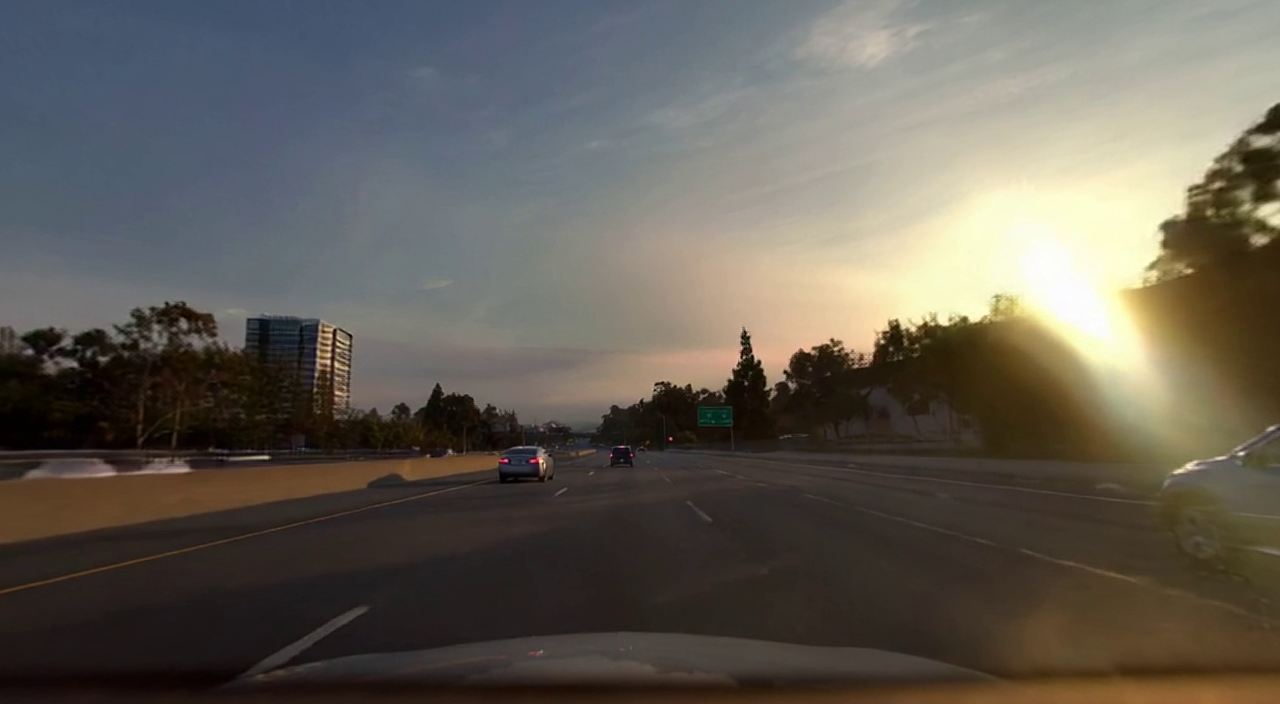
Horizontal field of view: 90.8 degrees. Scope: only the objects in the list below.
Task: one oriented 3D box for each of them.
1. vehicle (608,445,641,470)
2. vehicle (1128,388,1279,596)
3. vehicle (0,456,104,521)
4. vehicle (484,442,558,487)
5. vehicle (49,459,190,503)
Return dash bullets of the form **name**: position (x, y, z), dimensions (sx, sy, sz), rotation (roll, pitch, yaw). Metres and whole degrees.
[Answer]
- **vehicle**: position (-1.007, 6.703, 40.192), dimensions (1.997, 1.485, 4.094), rotation (0, -9, -1)
- **vehicle**: position (6.623, 1.108, 4.772), dimensions (2.028, 1.801, 4.741), rotation (0, -9, 0)
- **vehicle**: position (-17.667, 3.716, 17.391), dimensions (2.089, 1.621, 4.267), rotation (0, -9, -1)
- **vehicle**: position (-4.281, 4.116, 23.438), dimensions (1.886, 1.465, 4.625), rotation (0, -9, 0)
- **vehicle**: position (-21.403, 5.287, 26.279), dimensions (2.025, 1.513, 4.513), rotation (0, -9, 0)
